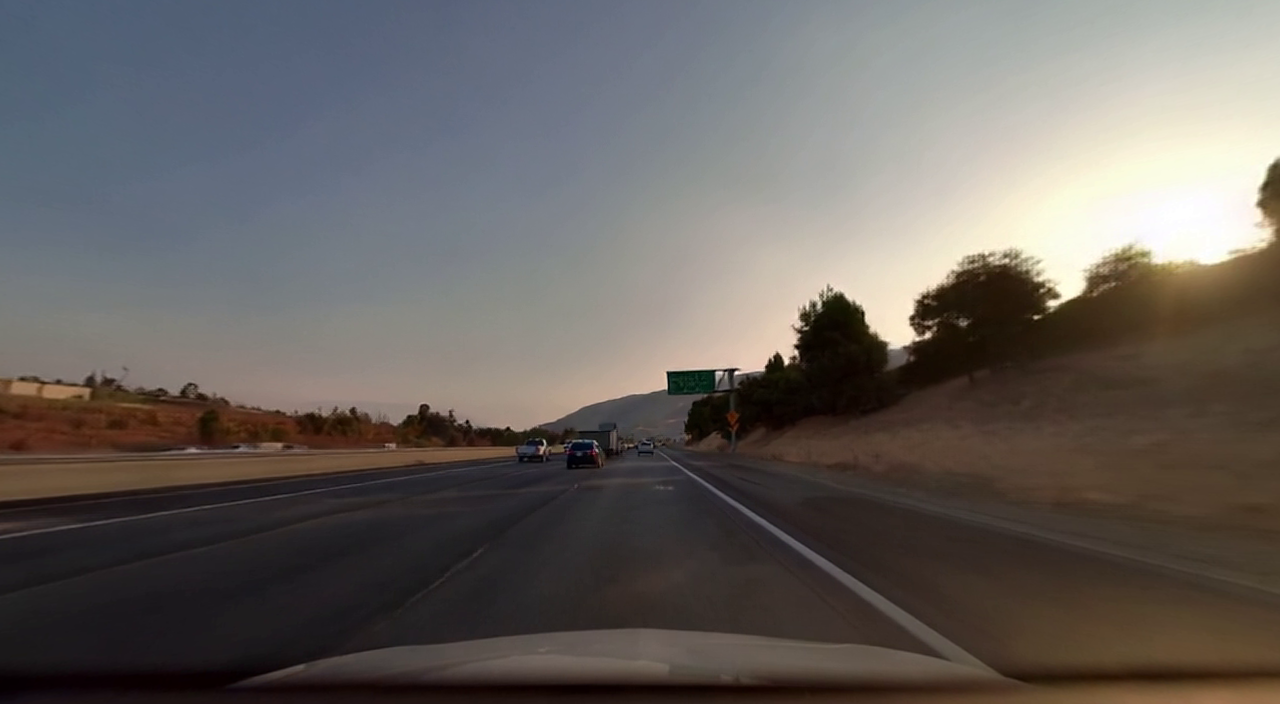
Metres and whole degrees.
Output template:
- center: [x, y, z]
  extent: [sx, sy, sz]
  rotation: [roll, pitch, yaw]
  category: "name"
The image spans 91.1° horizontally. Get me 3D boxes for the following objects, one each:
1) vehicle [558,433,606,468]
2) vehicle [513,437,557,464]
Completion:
- center: [-3.022, 5.232, 33.466]
  extent: [2.194, 1.766, 3.720]
  rotation: [0, -8, 0]
  category: "vehicle"
- center: [-7.051, 6.680, 42.627]
  extent: [2.078, 1.729, 4.722]
  rotation: [0, -8, 1]
  category: "vehicle"
